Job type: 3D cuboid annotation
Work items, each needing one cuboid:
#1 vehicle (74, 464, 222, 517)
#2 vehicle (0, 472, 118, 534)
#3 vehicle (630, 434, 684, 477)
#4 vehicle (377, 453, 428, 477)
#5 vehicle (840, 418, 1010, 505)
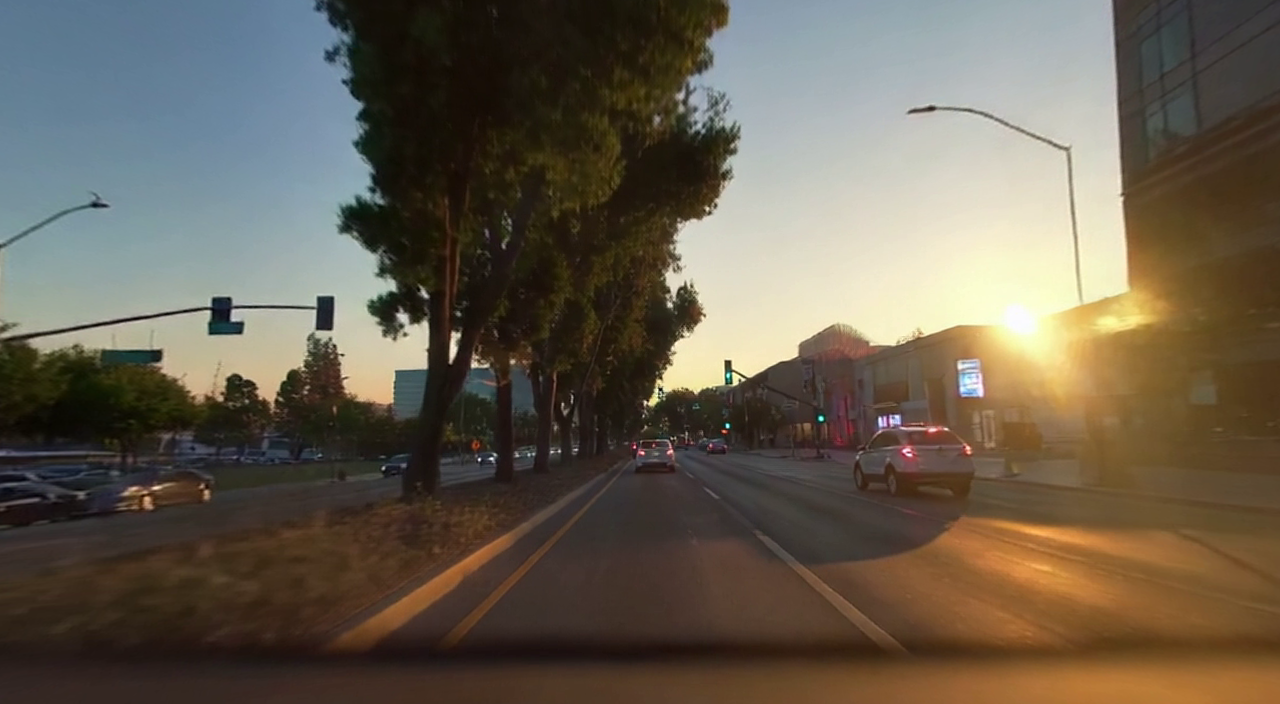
[{"bbox_3d":[-18.396,5.149,23.906,1.866,1.659,4.597,0,-8,0],"label":"vehicle"},{"bbox_3d":[-18.543,4.483,18.910,1.817,1.540,4.548,0,-8,1],"label":"vehicle"},{"bbox_3d":[0.680,4.379,26.900,2.125,1.669,3.880,0,-8,0],"label":"vehicle"},{"bbox_3d":[-17.991,8.579,47.938,1.947,1.609,4.589,-1,-8,2],"label":"vehicle"},{"bbox_3d":[6.715,2.631,15.578,1.963,1.783,4.722,0,-8,0],"label":"vehicle"}]
